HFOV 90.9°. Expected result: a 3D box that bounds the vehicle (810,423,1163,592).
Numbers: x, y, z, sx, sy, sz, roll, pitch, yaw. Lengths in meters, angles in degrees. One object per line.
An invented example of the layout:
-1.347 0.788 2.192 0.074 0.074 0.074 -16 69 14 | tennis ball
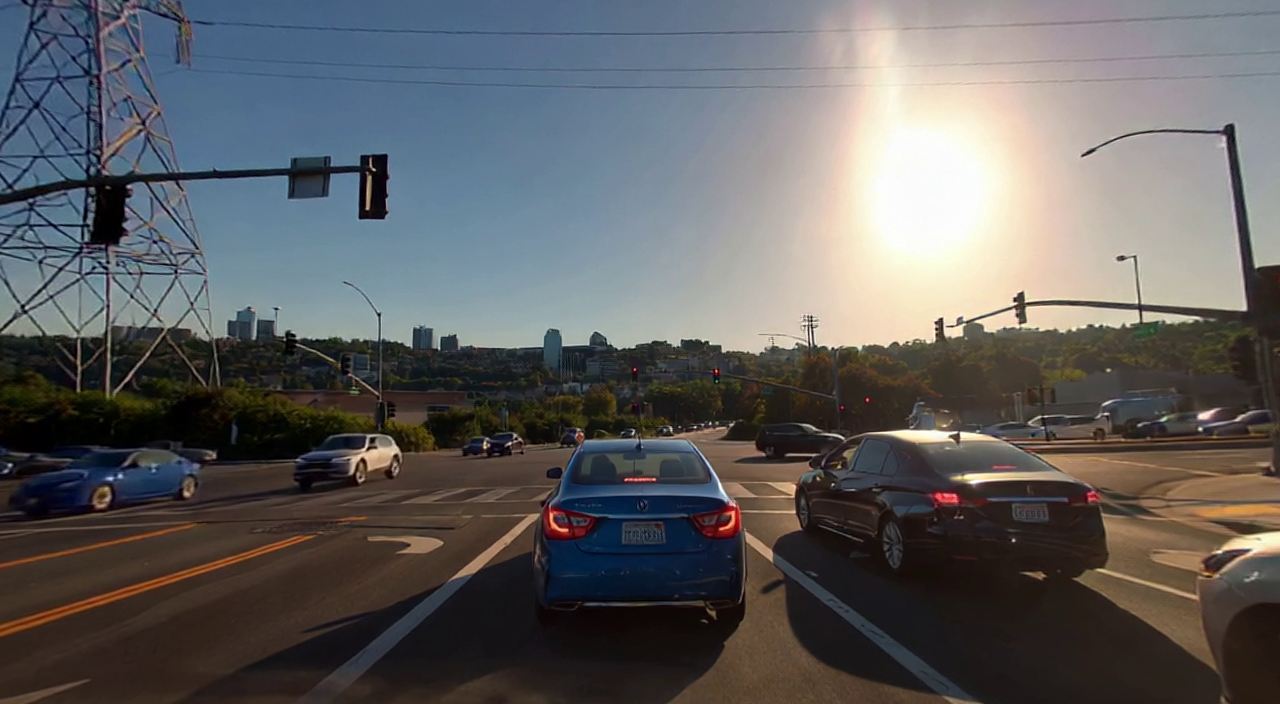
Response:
3.645 1.684 7.724 1.835 1.473 4.190 0 -8 -2 | vehicle

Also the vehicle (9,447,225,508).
-14.275 3.410 17.665 2.089 1.464 4.520 -1 -8 1 | vehicle

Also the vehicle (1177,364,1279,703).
3.401 0.590 0.630 1.926 1.614 4.330 0 -8 1 | vehicle

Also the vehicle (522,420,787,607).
0.104 1.597 7.131 2.117 1.474 4.036 0 -8 0 | vehicle

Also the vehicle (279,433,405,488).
-9.621 3.514 20.796 1.910 1.597 4.334 -1 -8 2 | vehicle

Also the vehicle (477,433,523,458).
-9.065 6.096 41.170 1.910 1.537 4.123 -1 -8 3 | vehicle
